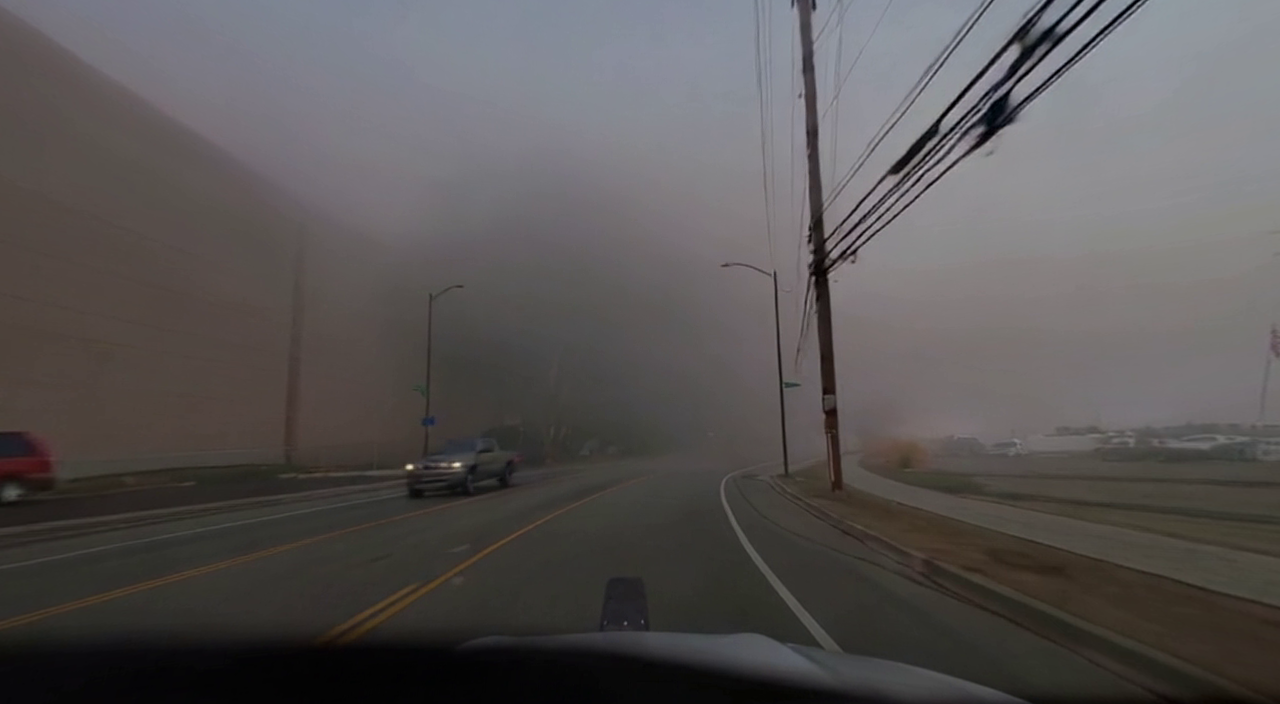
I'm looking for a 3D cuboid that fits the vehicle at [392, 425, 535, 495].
[{"bbox_3d":[-5.493,3.480,20.685,2.490,1.961,5.553,-1,-9,7],"label":"vehicle"}]

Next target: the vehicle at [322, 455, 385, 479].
[{"bbox_3d":[-19.652,7.827,43.174,4.606,1.463,1.940,-7,-11,38],"label":"vehicle"}]
